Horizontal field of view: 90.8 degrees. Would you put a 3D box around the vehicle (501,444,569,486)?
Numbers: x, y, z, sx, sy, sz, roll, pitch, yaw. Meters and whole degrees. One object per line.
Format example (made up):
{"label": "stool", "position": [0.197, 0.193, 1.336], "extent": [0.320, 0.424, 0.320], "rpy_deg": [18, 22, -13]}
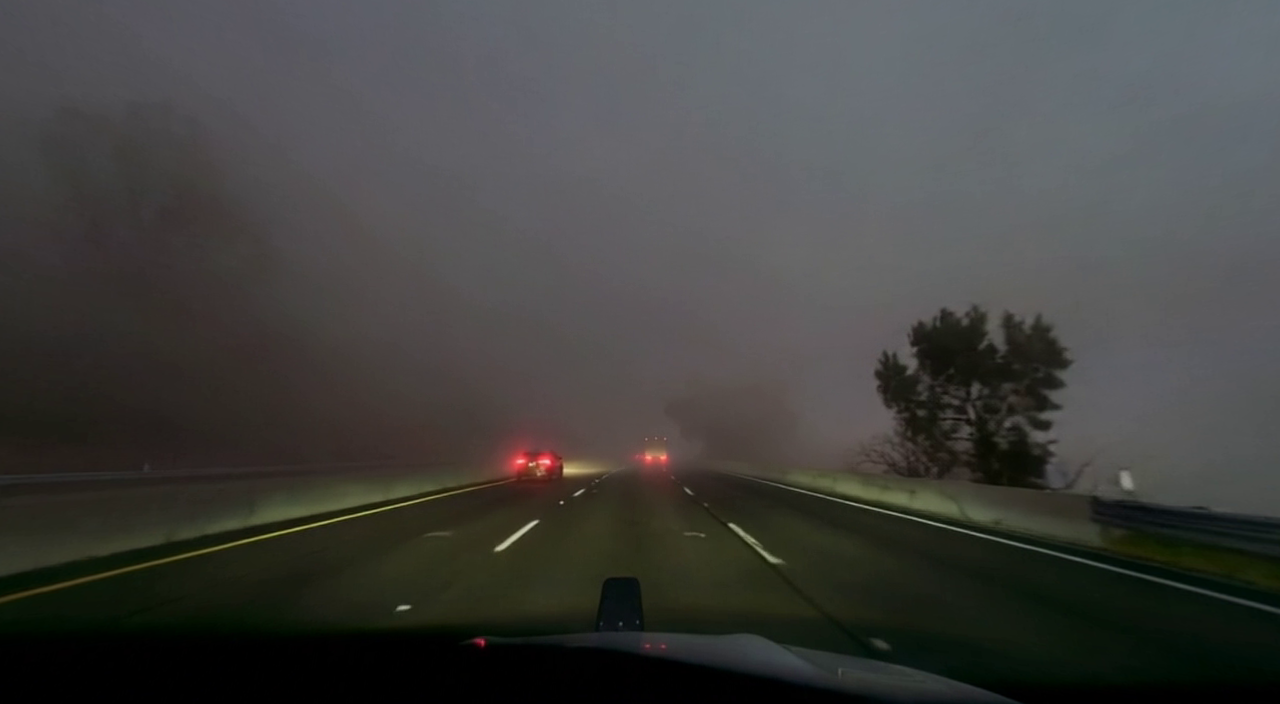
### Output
{"label": "vehicle", "position": [-4.203, 4.603, 25.997], "extent": [2.035, 1.595, 4.022], "rpy_deg": [0, -9, 1]}
